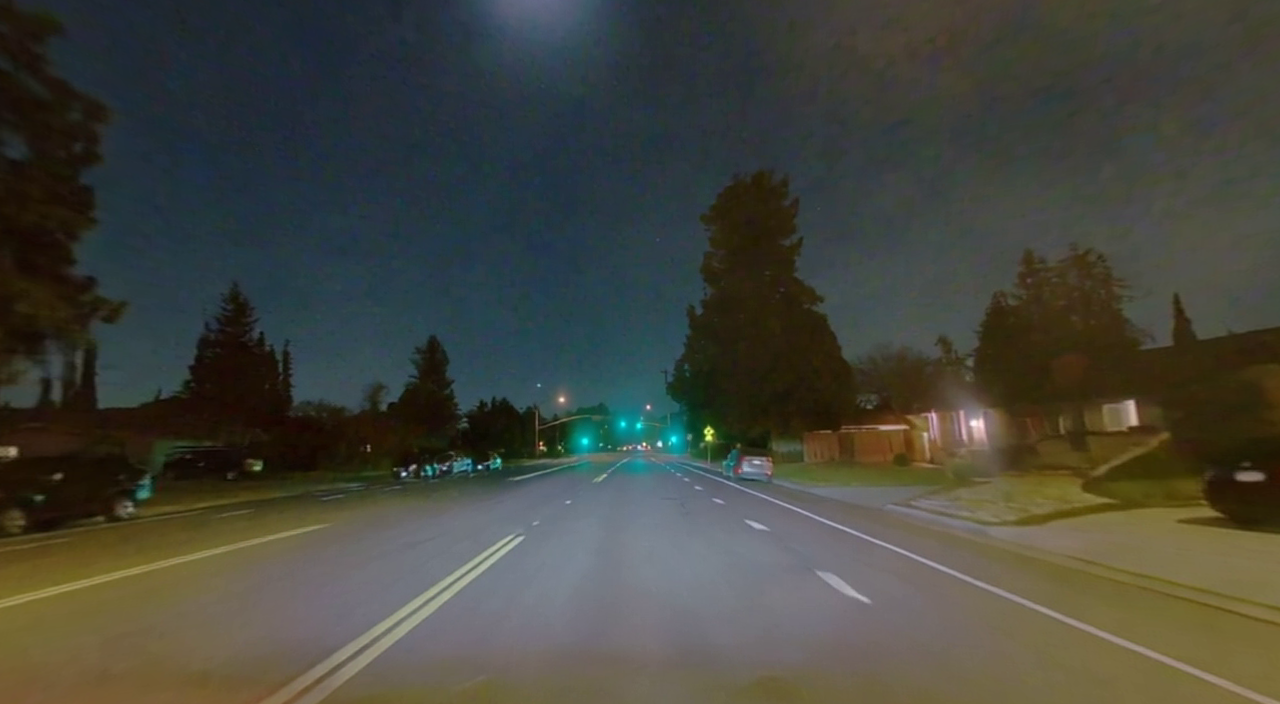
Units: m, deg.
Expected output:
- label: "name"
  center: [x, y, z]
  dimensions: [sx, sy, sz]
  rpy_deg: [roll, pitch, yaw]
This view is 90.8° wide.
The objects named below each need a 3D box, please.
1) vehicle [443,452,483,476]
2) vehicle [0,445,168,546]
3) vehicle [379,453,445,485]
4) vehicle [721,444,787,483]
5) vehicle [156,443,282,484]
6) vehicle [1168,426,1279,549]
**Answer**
- label: "vehicle"
  center: [-12.647, 8.009, 45.366]
  dimensions: [1.775, 1.516, 4.304]
  rpy_deg: [-3, -8, -1]
- label: "vehicle"
  center: [-12.634, 2.932, 13.279]
  dimensions: [2.049, 1.782, 4.460]
  rpy_deg: [-4, -8, 0]
- label: "vehicle"
  center: [-12.311, 6.318, 34.413]
  dimensions: [1.940, 1.452, 4.485]
  rpy_deg: [-3, -9, 1]
- label: "vehicle"
  center: [4.699, 4.668, 26.821]
  dimensions: [1.925, 1.482, 4.746]
  rpy_deg: [0, -9, 0]
- label: "vehicle"
  center: [-19.966, 5.292, 30.146]
  dimensions: [4.461, 1.886, 2.072]
  rpy_deg: [0, -8, -1]
- label: "vehicle"
  center: [10.163, 1.758, 8.378]
  dimensions: [4.501, 1.502, 1.975]
  rpy_deg: [0, -9, 0]
